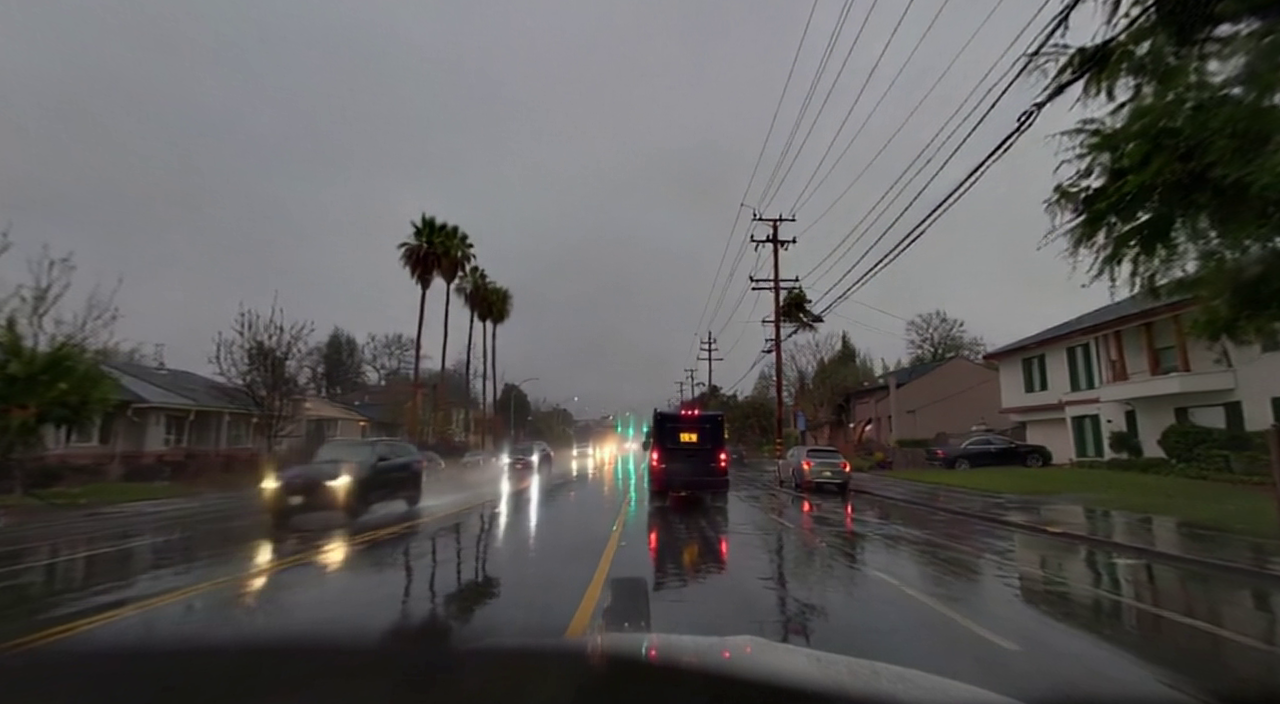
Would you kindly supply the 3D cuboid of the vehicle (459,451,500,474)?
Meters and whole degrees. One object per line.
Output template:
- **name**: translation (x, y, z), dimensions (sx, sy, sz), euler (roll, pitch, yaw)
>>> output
- **vehicle**: translation (-11.423, 7.848, 44.965), dimensions (1.841, 1.356, 3.938), euler (-6, -8, -1)

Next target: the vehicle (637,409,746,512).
- **vehicle**: translation (1.030, 2.501, 14.920), dimensions (2.168, 2.040, 4.527), euler (0, -8, 0)

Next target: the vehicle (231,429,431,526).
- **vehicle**: translation (-6.219, 2.557, 13.421), dimensions (1.948, 1.706, 4.407), euler (0, -8, 1)

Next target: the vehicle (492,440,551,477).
- **vehicle**: translation (-5.684, 5.157, 30.688), dimensions (1.965, 1.653, 4.251), euler (0, -8, 1)

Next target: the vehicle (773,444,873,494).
- **vehicle**: translation (5.840, 3.776, 20.746), dimensions (2.022, 1.456, 4.246), euler (0, -8, 0)

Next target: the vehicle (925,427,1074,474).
- **vehicle**: translation (14.920, 4.095, 26.414), dimensions (4.749, 1.699, 2.311), euler (-2, -7, 2)
